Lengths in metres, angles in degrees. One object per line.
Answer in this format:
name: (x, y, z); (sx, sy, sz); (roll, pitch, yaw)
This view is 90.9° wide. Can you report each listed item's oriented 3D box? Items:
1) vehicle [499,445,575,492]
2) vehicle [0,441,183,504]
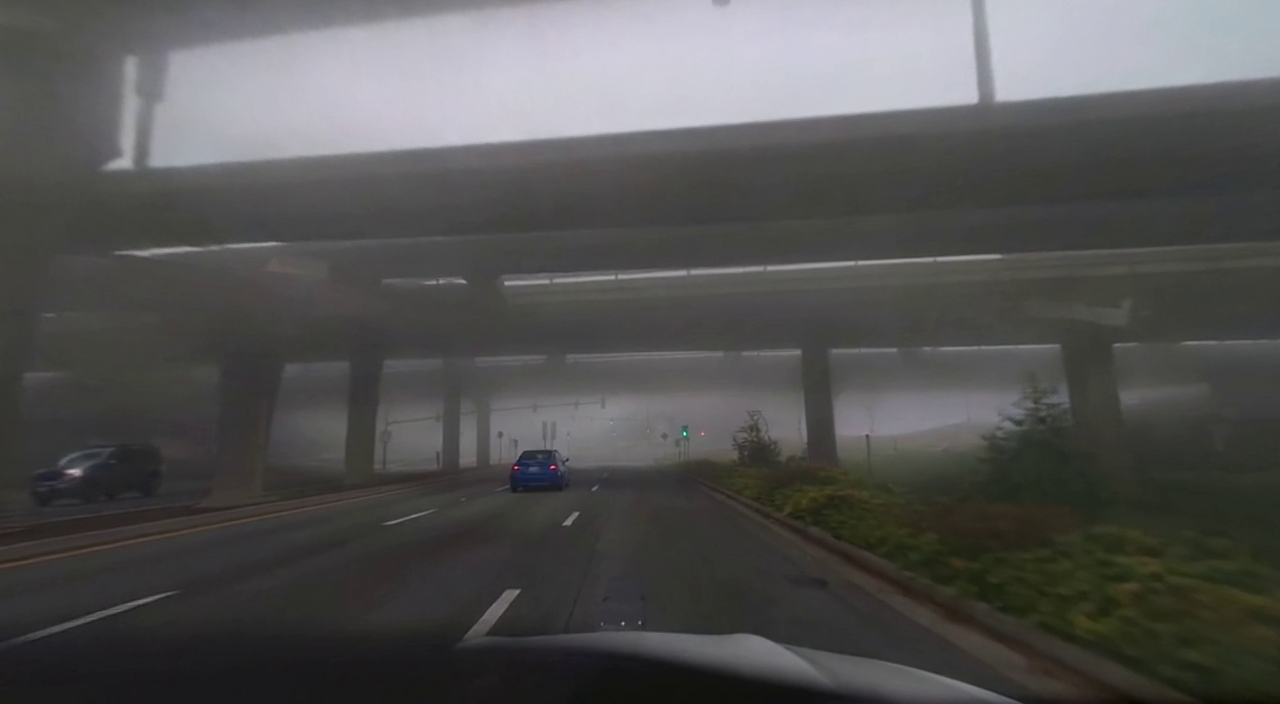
vehicle: (-3.467, 4.020, 22.113); (1.963, 1.460, 4.614); (0, -9, -1)
vehicle: (-18.102, 3.930, 20.986); (2.196, 1.834, 4.766); (0, -9, -1)
